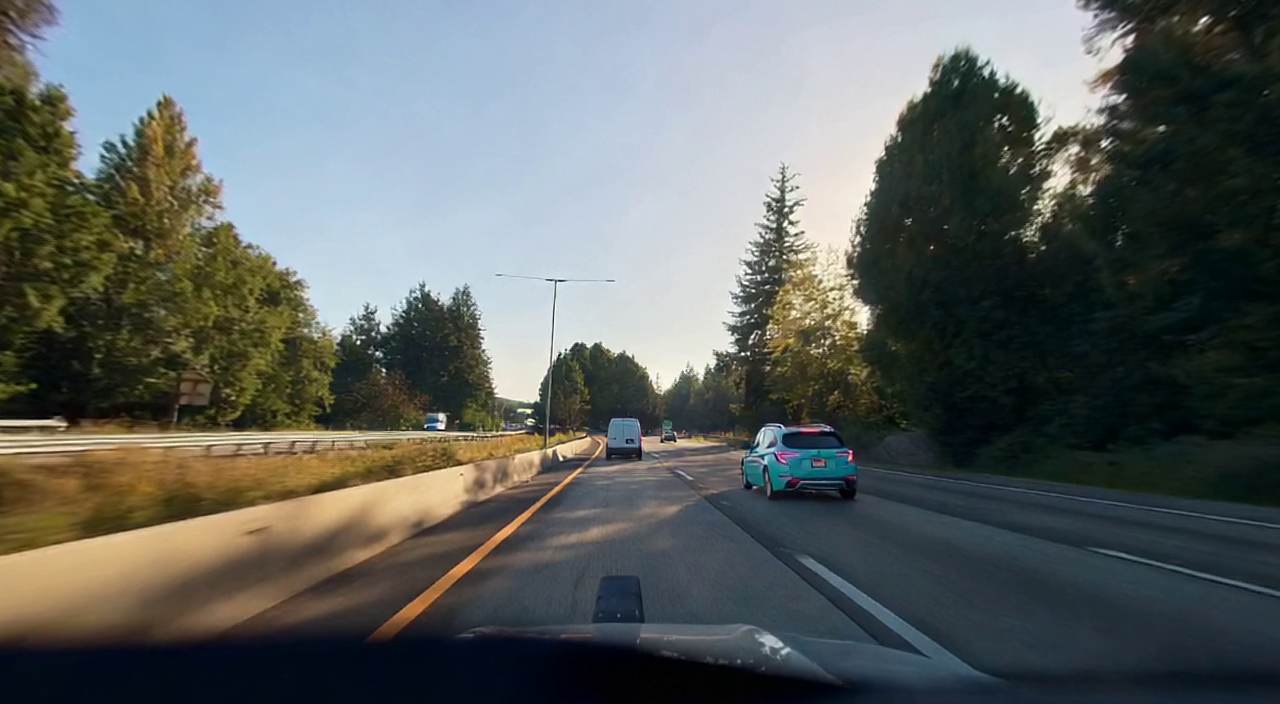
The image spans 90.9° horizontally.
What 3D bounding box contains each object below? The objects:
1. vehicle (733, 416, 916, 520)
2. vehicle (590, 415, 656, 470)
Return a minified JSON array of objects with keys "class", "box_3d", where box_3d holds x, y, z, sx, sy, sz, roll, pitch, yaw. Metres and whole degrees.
[{"class":"vehicle","box_3d":[3.172,2.079,11.855,2.078,1.600,4.012,0,-8,-2]},{"class":"vehicle","box_3d":[-0.663,3.619,25.472,2.403,1.994,4.683,0,-8,-1]}]
